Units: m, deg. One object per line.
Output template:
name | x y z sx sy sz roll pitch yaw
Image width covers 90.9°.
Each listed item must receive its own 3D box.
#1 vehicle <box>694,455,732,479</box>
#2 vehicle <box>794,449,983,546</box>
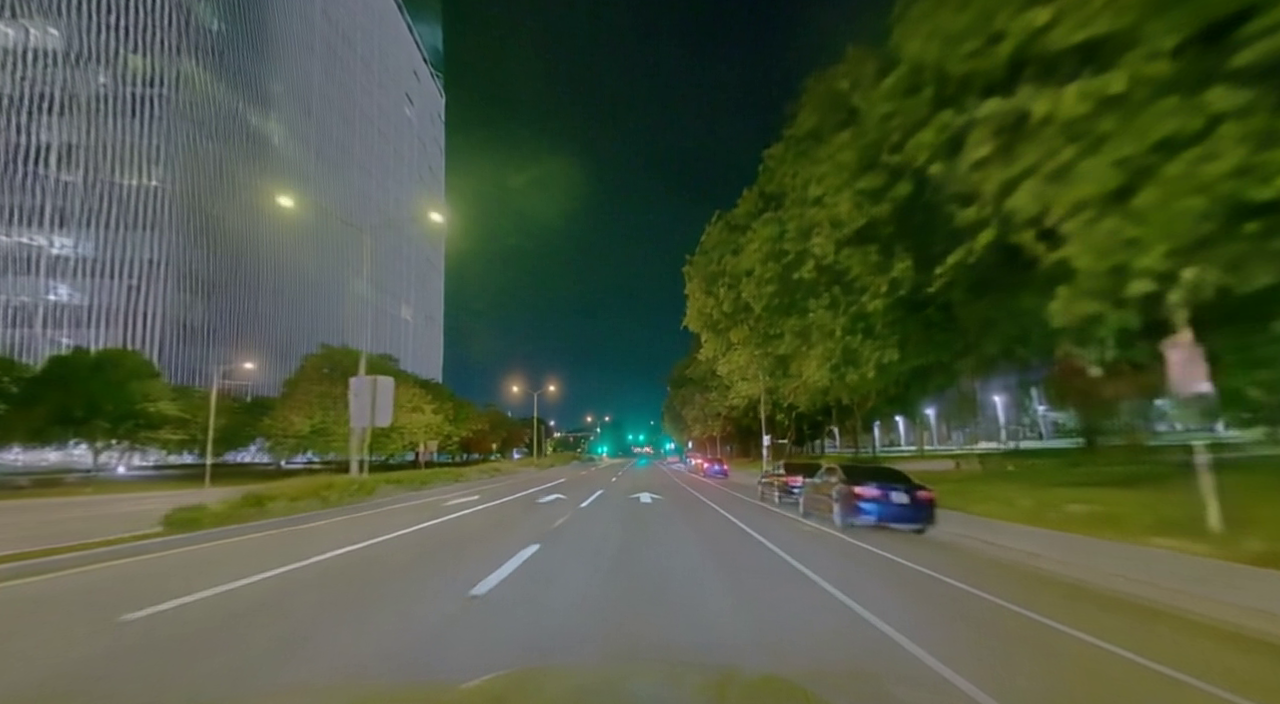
vehicle | 4.676 7.393 40.798 1.872 1.420 4.201 0 -9 -1
vehicle | 4.526 2.672 12.329 1.909 1.503 4.368 0 -9 0
